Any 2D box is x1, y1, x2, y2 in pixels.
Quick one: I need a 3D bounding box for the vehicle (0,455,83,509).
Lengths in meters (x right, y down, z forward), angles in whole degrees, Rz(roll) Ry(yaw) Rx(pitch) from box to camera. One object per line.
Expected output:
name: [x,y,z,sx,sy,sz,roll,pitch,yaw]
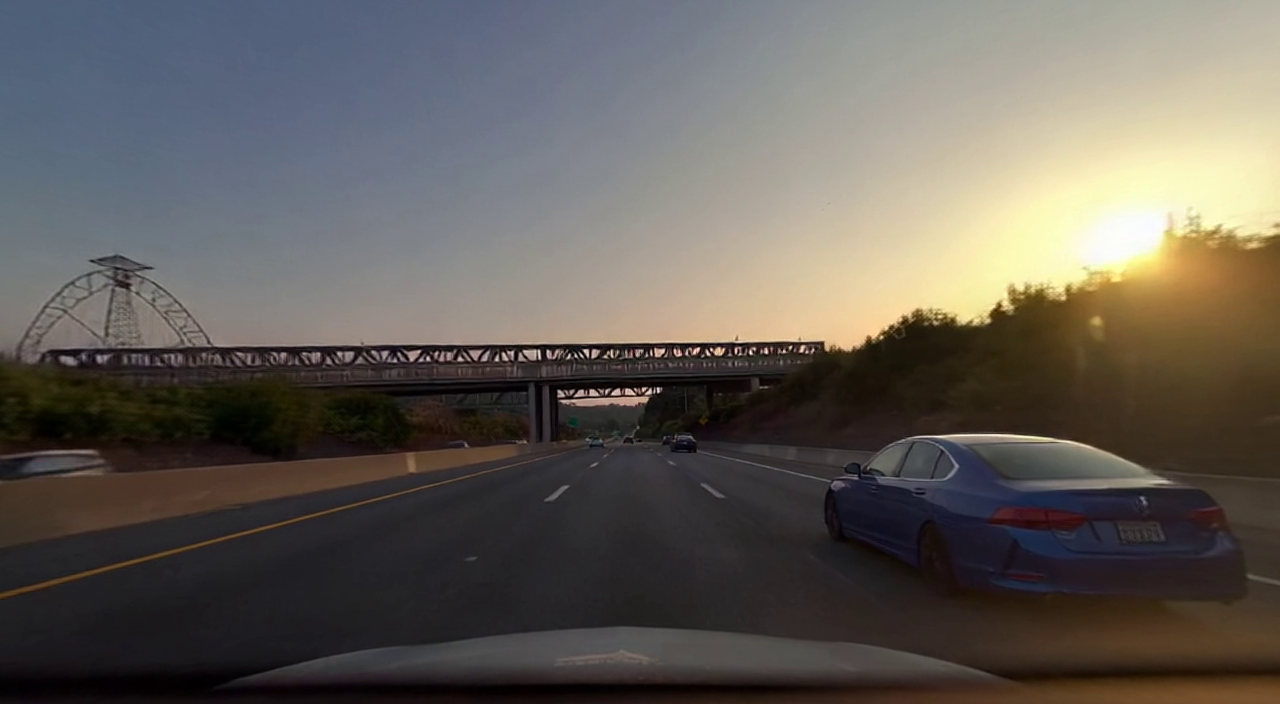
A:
vehicle: [-20.996,4.283,20.923,1.749,1.567,3.519,0,-8,-1]
